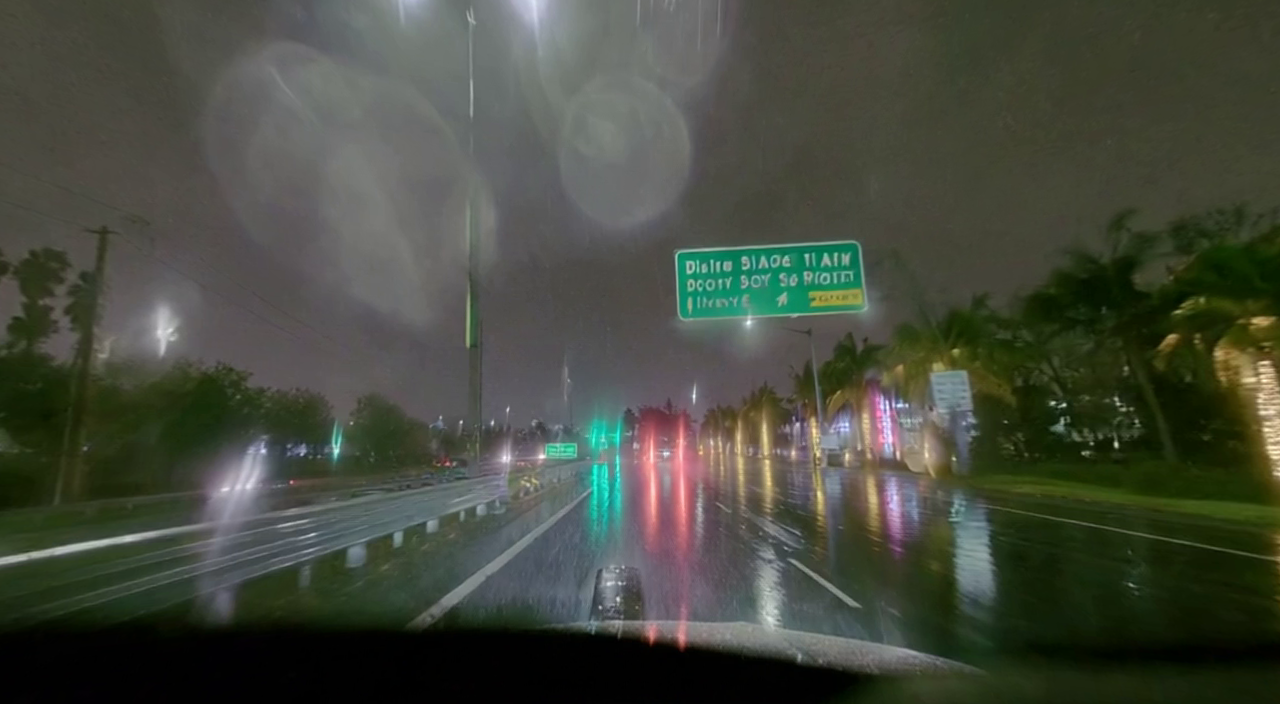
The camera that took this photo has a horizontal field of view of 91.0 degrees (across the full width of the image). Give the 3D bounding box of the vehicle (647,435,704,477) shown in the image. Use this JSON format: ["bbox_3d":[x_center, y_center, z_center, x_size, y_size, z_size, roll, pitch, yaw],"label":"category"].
[{"bbox_3d":[1.494,4.669,28.328,2.089,1.718,4.193,0,-9,-3],"label":"vehicle"}]
